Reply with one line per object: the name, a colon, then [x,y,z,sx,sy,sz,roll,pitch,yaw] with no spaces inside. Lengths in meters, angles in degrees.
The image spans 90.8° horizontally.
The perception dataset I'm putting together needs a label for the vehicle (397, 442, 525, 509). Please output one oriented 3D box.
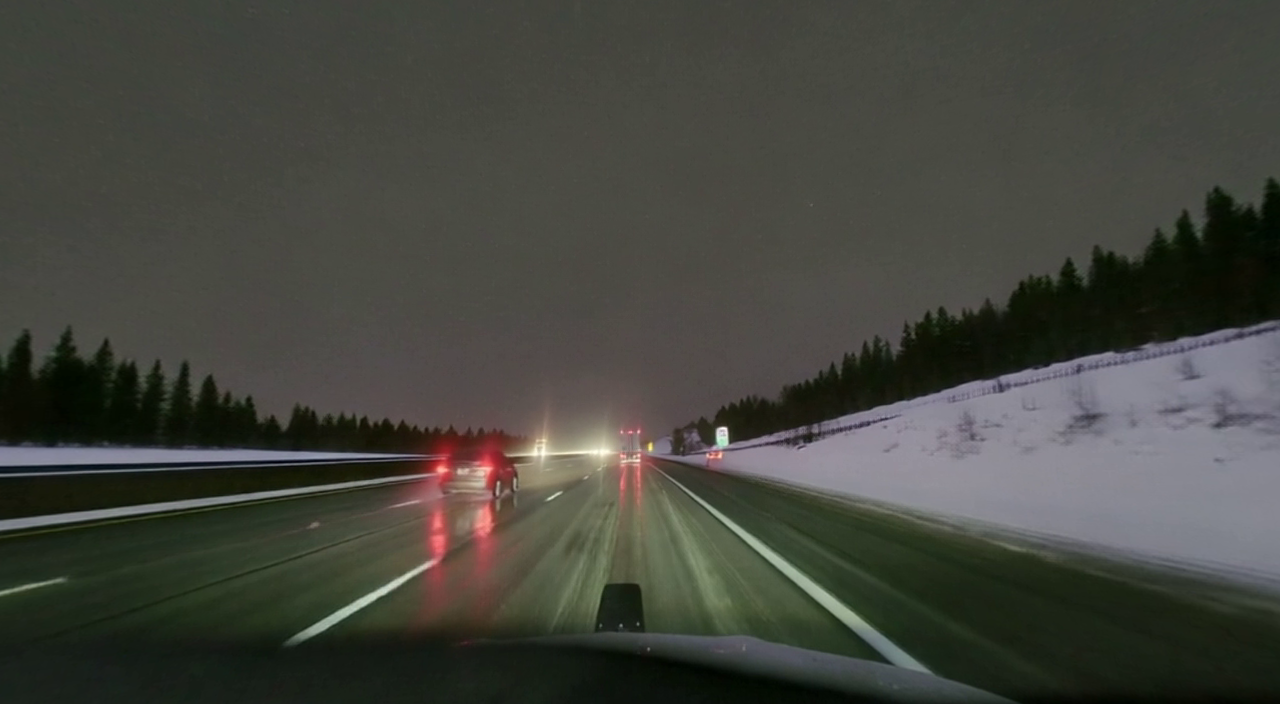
vehicle: [-4.734,3.324,17.601,2.108,1.573,5.000,0,-9,0]
